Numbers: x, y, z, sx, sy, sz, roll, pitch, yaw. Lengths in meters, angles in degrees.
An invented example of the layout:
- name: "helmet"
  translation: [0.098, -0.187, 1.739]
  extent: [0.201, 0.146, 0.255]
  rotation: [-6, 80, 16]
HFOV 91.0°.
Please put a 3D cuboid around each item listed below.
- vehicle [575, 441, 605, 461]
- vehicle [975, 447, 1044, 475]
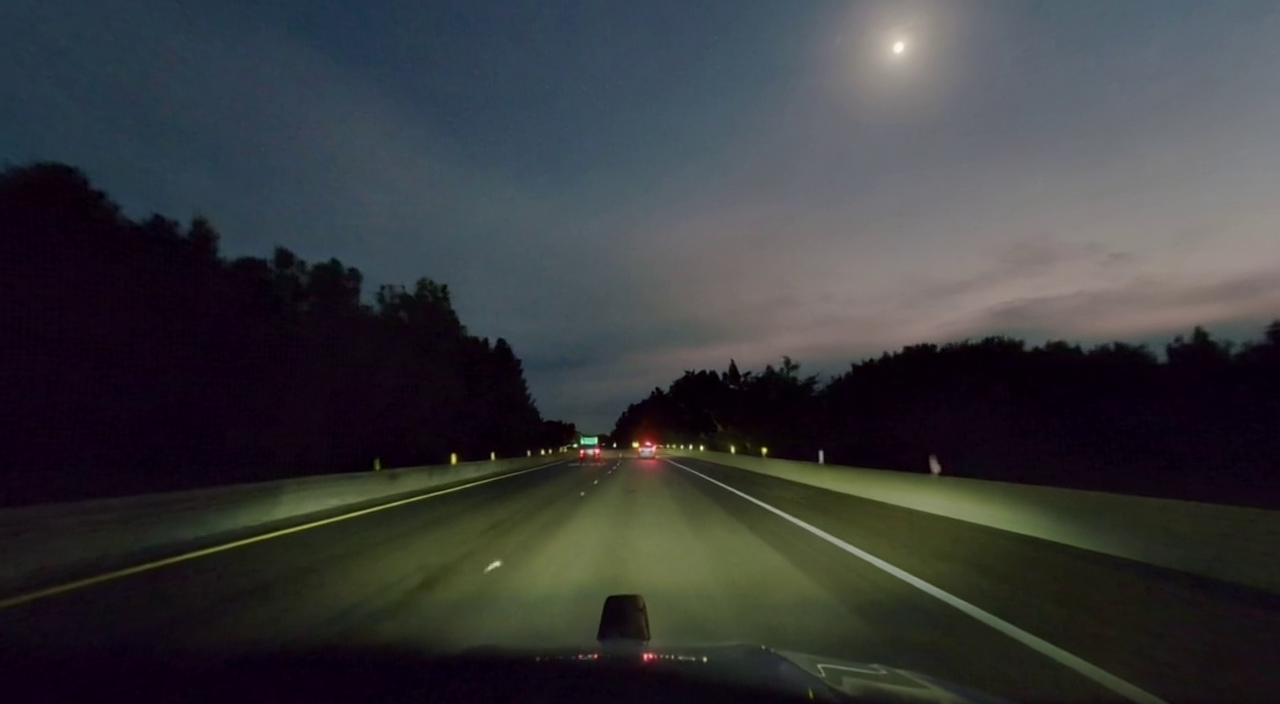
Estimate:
- name: "vehicle"
  translation: [-3.929, 7.849, 49.867]
  extent: [2.057, 1.514, 3.845]
  rotation: [0, -8, 0]
- name: "vehicle"
  translation: [22.313, 6.558, 38.236]
  extent: [1.889, 1.560, 4.976]
  rotation: [-2, -8, 9]
